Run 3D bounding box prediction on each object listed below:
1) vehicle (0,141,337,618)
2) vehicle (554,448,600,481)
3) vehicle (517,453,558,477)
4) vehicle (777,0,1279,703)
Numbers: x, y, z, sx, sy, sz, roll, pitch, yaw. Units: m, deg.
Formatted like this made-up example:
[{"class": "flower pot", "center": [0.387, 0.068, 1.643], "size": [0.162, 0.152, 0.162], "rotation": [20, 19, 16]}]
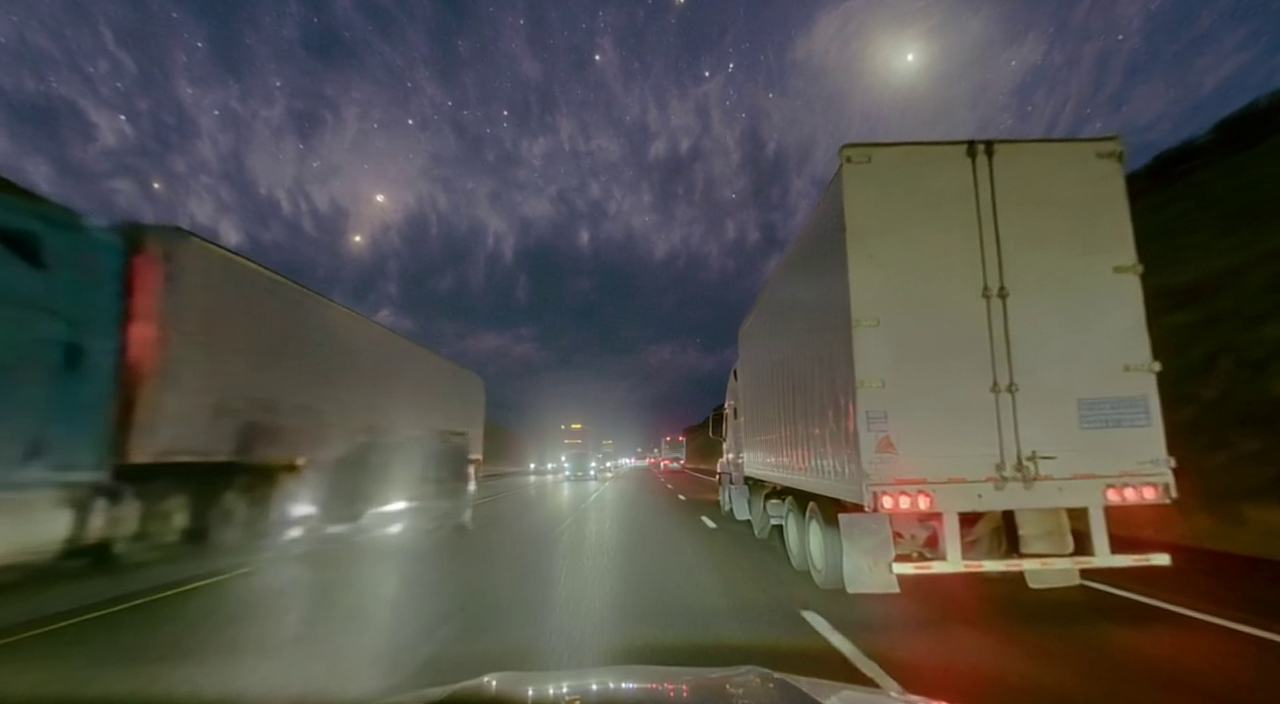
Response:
[{"class": "vehicle", "center": [-6.809, 0.626, 7.949], "size": [2.910, 3.989, 5.837], "rotation": [0, -9, 0]}, {"class": "vehicle", "center": [-3.367, 6.088, 34.313], "size": [2.008, 1.671, 4.126], "rotation": [0, -9, 1]}, {"class": "vehicle", "center": [-6.806, 7.547, 42.348], "size": [1.911, 1.422, 4.515], "rotation": [0, -9, 1]}, {"class": "vehicle", "center": [3.211, -0.432, 1.182], "size": [2.845, 4.071, 14.008], "rotation": [0, -9, 0]}]
